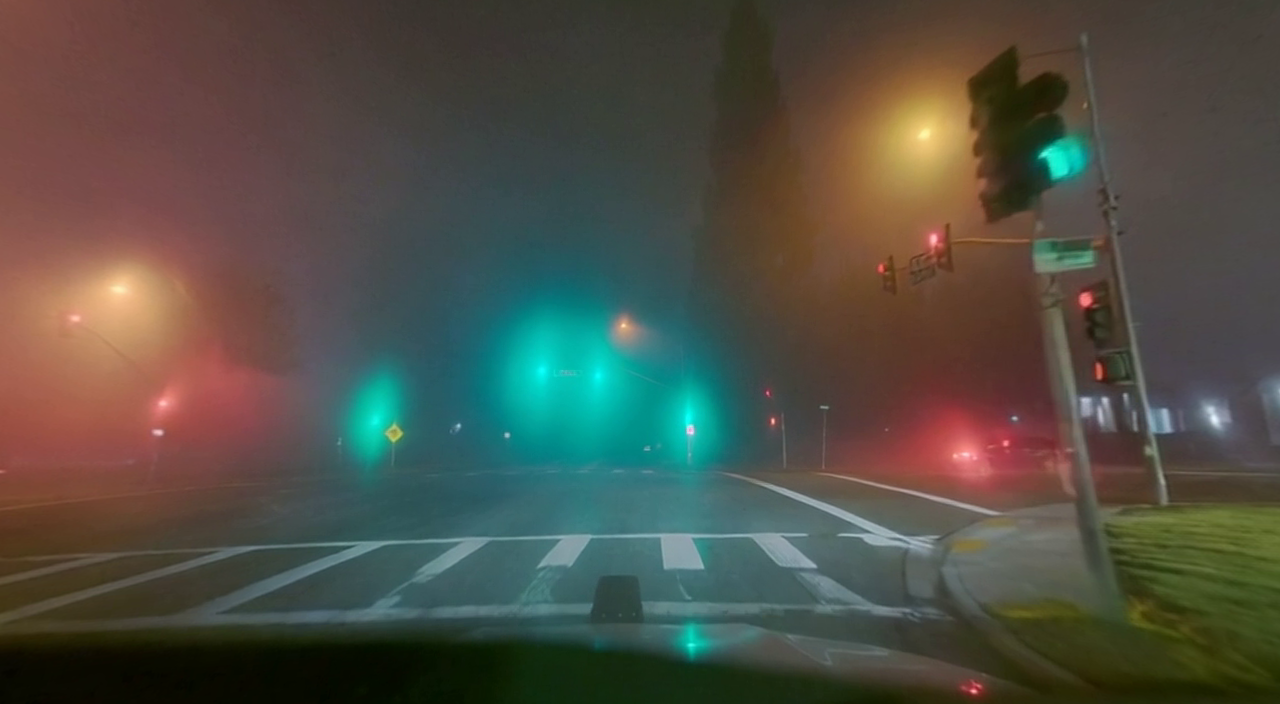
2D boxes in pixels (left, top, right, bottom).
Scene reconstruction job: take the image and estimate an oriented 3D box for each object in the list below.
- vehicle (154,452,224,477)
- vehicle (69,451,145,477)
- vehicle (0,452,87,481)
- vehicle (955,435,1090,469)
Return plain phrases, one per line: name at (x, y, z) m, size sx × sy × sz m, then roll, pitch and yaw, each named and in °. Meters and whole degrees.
vehicle at (-27.815, 6.910, 39.111) m, size 1.665 × 1.386 × 4.012 m, roll 1°, pitch -9°, yaw -7°
vehicle at (-32.172, 6.742, 38.283) m, size 1.816 × 1.423 × 4.126 m, roll 2°, pitch -9°, yaw -15°
vehicle at (-34.896, 6.665, 37.068) m, size 2.000 × 1.582 × 4.063 m, roll 3°, pitch -9°, yaw -17°
vehicle at (16.850, 4.417, 28.051) m, size 4.720 × 1.410 × 1.784 m, roll -1°, pitch -9°, yaw 9°
